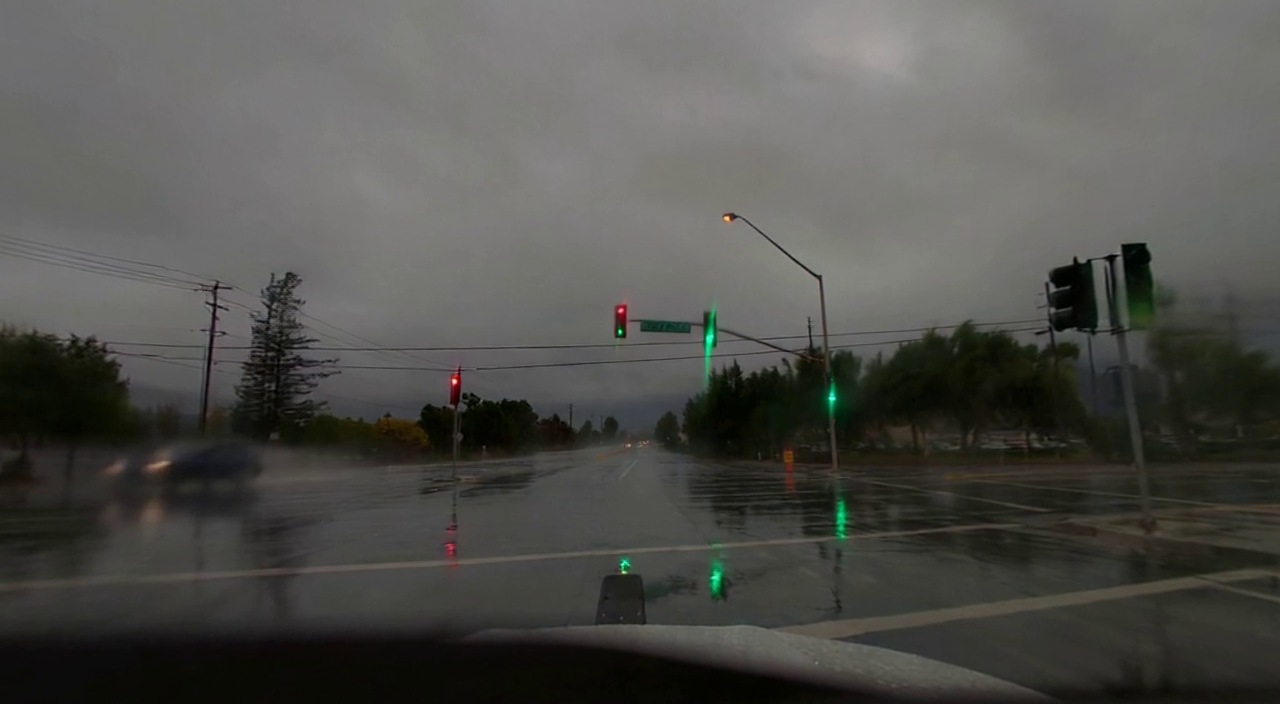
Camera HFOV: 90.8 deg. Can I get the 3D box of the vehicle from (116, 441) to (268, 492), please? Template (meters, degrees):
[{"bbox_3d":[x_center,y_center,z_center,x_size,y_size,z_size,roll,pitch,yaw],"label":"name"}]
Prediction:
[{"bbox_3d":[-15.073,3.833,21.608,1.893,1.547,4.283,-1,-8,3],"label":"vehicle"}]
